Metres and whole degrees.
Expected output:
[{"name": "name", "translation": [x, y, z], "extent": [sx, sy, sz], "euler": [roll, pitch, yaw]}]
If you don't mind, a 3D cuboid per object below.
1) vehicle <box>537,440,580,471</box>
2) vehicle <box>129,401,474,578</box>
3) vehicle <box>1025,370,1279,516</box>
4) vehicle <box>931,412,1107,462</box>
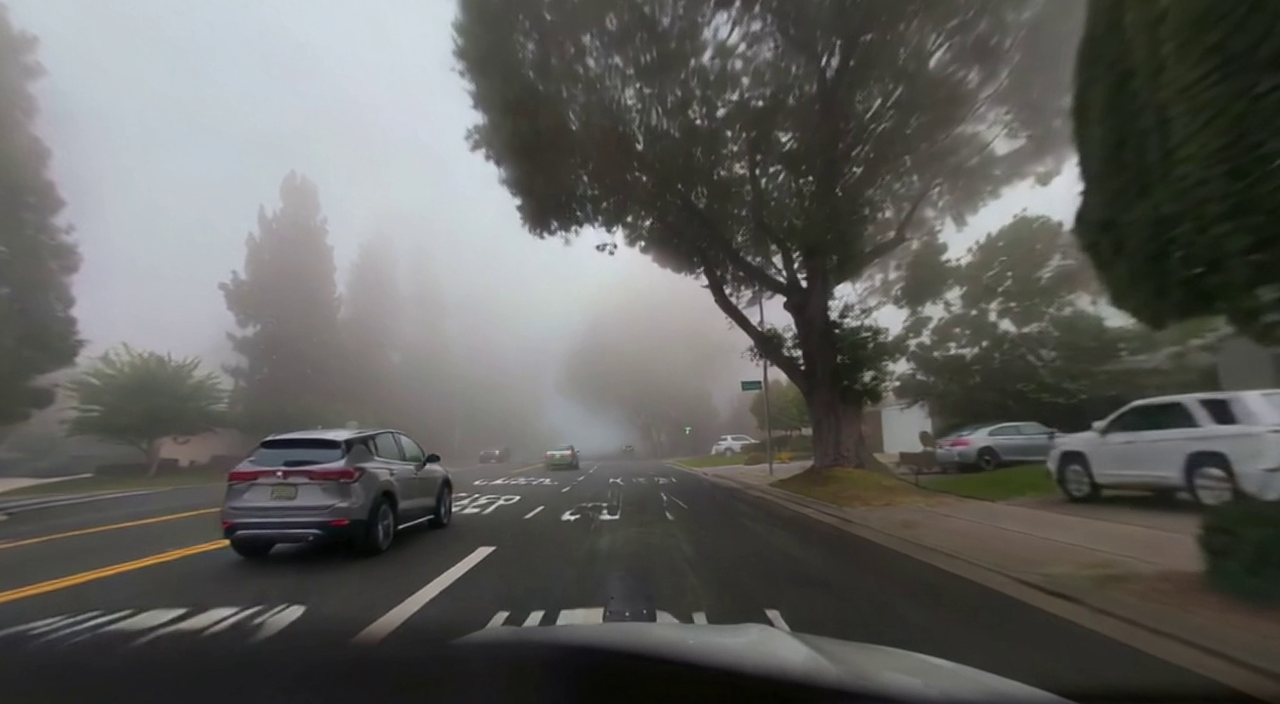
[{"name": "vehicle", "translation": [-4.144, 5.307, 32.519], "extent": [1.802, 1.528, 3.490], "euler": [0, -8, -1]}, {"name": "vehicle", "translation": [-4.002, 1.706, 8.616], "extent": [2.190, 1.766, 4.394], "euler": [0, -8, 1]}, {"name": "vehicle", "translation": [8.559, 1.314, 9.705], "extent": [1.934, 1.741, 4.793], "euler": [-6, -8, -3]}, {"name": "vehicle", "translation": [12.135, 2.758, 20.414], "extent": [4.411, 1.522, 2.004], "euler": [0, -8, -3]}]
